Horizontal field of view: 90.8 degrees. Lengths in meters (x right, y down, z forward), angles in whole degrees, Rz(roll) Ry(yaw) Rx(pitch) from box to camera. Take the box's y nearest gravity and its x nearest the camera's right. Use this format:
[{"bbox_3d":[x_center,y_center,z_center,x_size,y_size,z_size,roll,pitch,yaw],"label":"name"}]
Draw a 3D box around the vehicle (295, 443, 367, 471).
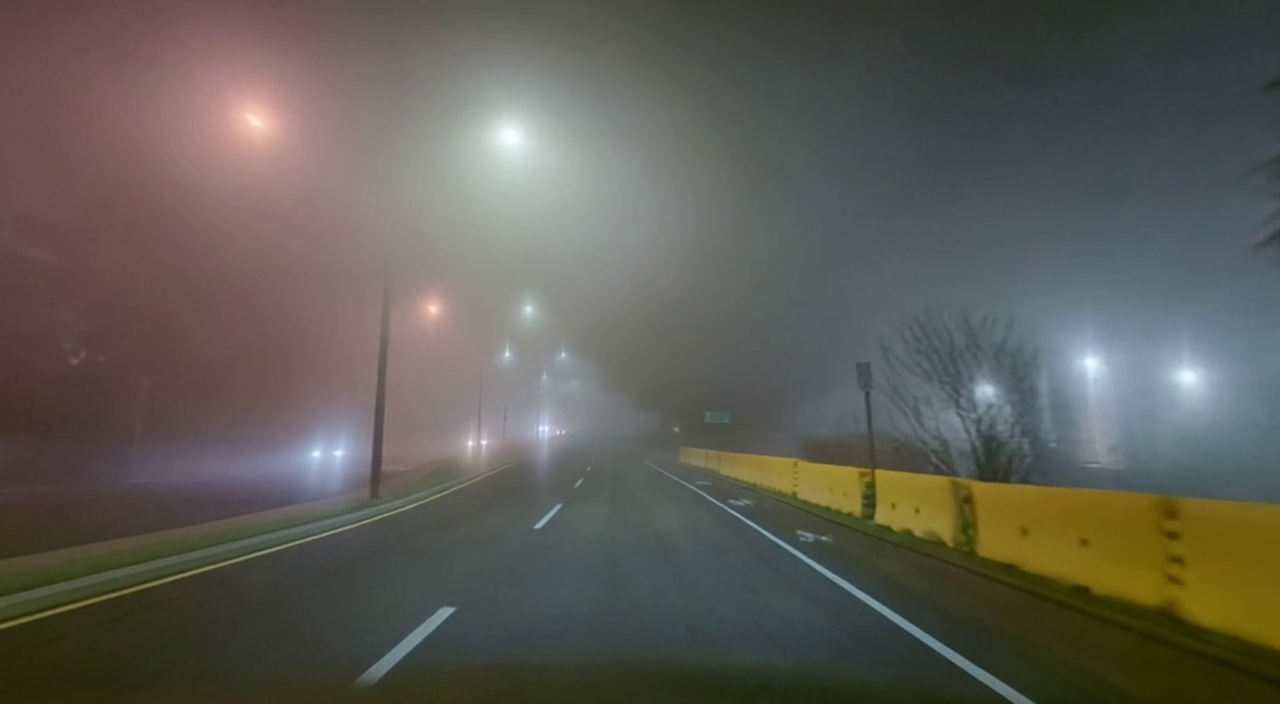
[{"bbox_3d":[-17.988,6.117,37.050,1.892,1.521,4.641,0,-9,-1],"label":"vehicle"}]
